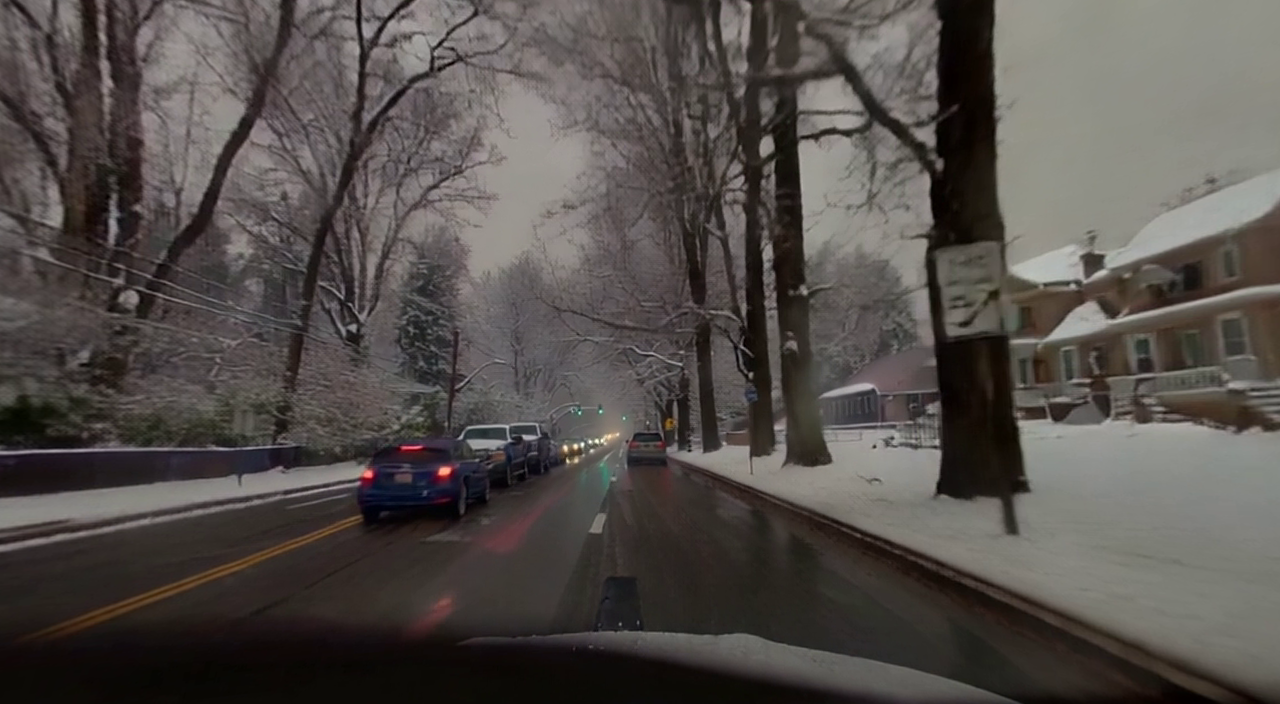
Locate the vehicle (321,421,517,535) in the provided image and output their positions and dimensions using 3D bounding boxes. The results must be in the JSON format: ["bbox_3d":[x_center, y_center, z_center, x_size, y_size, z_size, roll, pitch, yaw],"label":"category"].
[{"bbox_3d":[-3.373,2.006,10.711,1.919,1.501,4.509,0,-8,-3],"label":"vehicle"}]

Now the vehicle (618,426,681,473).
[{"bbox_3d":[0.277,3.871,25.271,2.258,1.682,4.635,0,-8,-2],"label":"vehicle"}]
